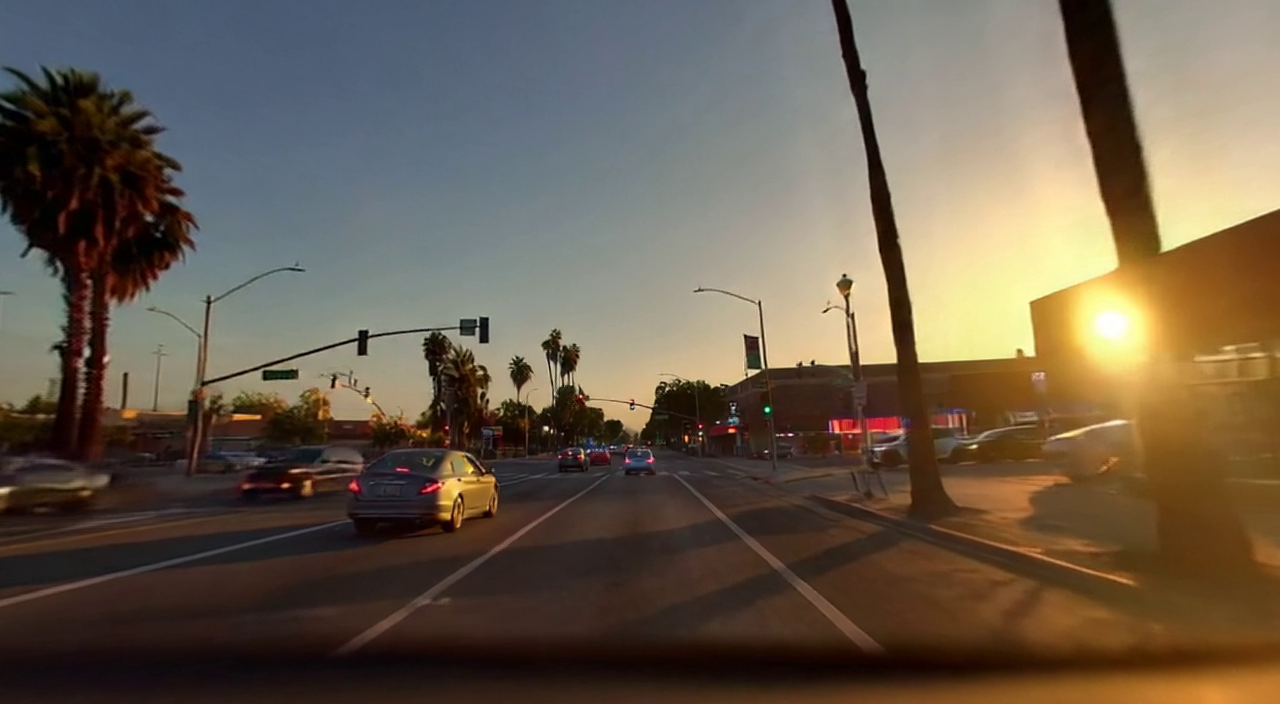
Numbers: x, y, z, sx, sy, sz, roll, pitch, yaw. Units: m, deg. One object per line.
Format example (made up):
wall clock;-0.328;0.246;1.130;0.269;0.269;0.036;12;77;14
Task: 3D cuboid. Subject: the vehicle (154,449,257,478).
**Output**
vehicle;-30.910;7.921;44.762;5.616;1.927;2.324;-1;-8;2

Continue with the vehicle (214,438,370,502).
vehicle;-11.775;3.998;21.869;2.286;1.922;5.328;0;-8;1

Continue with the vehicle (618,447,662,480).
vehicle;0.036;5.566;31.664;2.094;1.496;4.070;0;-8;1

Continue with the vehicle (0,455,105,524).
vehicle;-15.626;3.240;14.832;1.946;1.514;4.498;0;-8;0

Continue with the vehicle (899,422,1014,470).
vehicle;13.784;4.157;27.877;2.345;1.886;5.809;-1;-8;3

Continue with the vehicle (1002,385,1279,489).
vehicle;11.064;2.058;14.648;2.111;1.875;5.301;-3;-10;1

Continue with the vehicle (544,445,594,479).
vehicle;-3.592;5.658;32.506;1.979;1.634;3.957;-1;-8;2

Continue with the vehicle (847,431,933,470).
vehicle;11.107;4.415;28.254;1.982;1.623;4.211;0;-8;-2

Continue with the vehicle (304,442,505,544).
vehicle;-4.021;2.449;11.675;1.904;1.513;4.410;-1;-8;2
